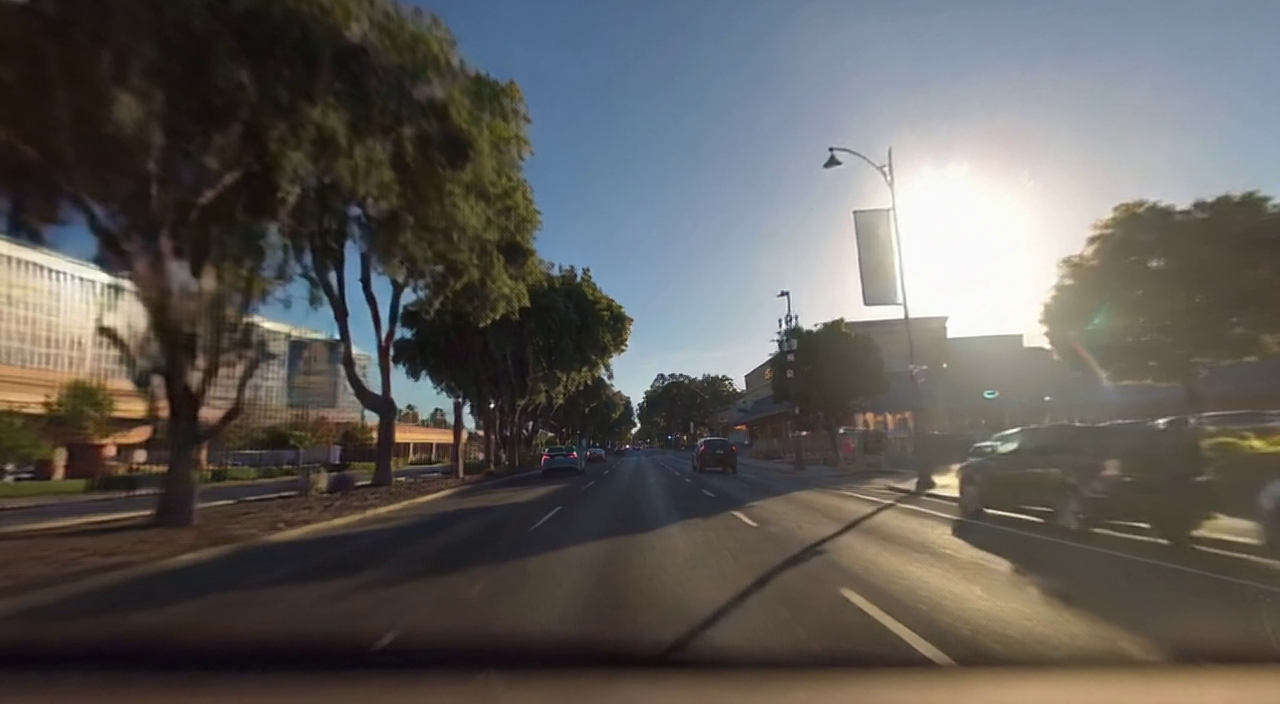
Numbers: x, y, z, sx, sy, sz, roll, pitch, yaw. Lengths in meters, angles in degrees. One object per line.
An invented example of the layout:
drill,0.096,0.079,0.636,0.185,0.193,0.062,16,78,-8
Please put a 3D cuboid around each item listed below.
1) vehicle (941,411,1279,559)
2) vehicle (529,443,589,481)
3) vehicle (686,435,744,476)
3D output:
vehicle,6.868,1.885,9.727,1.950,1.678,4.985,0,-8,0
vehicle,-3.360,4.655,26.870,2.005,1.477,4.169,0,-8,0
vehicle,3.410,4.807,29.407,2.083,1.743,4.354,0,-8,-1
